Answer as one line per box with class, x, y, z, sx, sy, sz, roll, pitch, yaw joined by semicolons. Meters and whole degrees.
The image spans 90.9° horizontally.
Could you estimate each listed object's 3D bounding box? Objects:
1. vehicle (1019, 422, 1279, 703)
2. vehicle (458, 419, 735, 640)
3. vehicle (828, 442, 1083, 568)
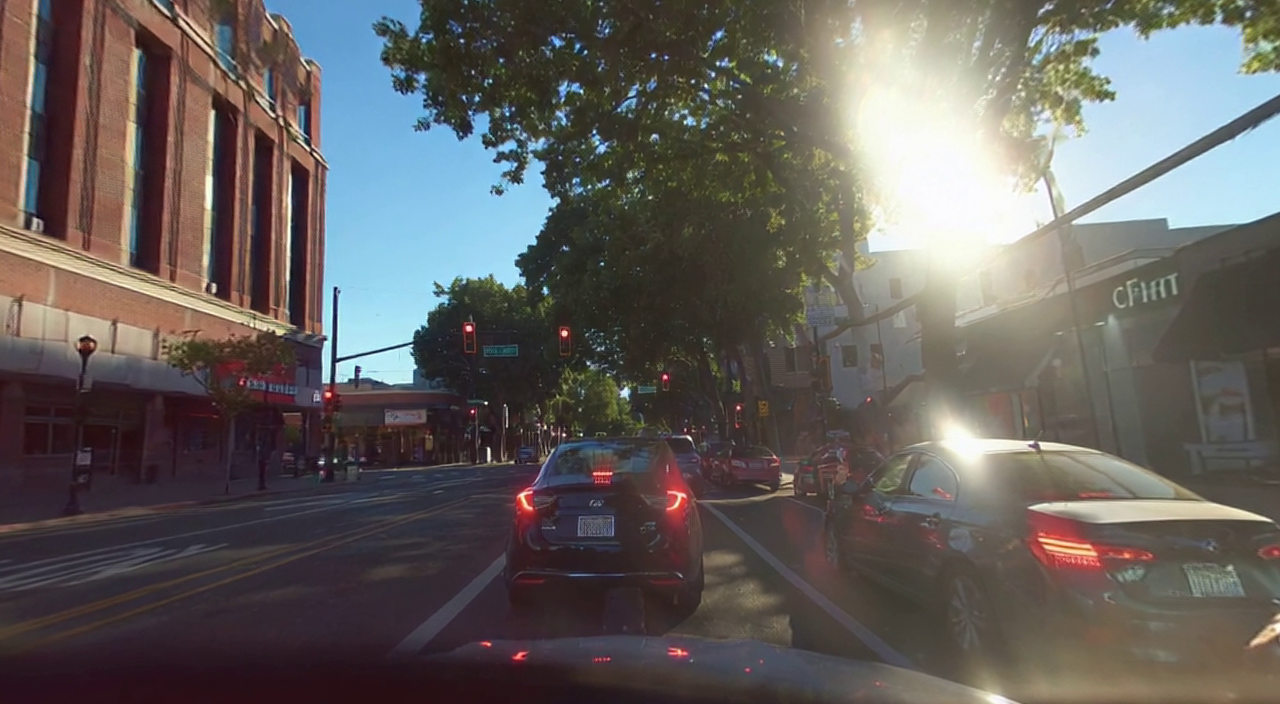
vehicle;3.179;0.828;1.110;2.006;1.496;4.767;0;-9;-1
vehicle;-0.284;1.491;6.227;1.888;1.489;3.703;0;-8;0
vehicle;4.535;2.211;10.045;1.912;1.505;4.618;-1;-8;4
